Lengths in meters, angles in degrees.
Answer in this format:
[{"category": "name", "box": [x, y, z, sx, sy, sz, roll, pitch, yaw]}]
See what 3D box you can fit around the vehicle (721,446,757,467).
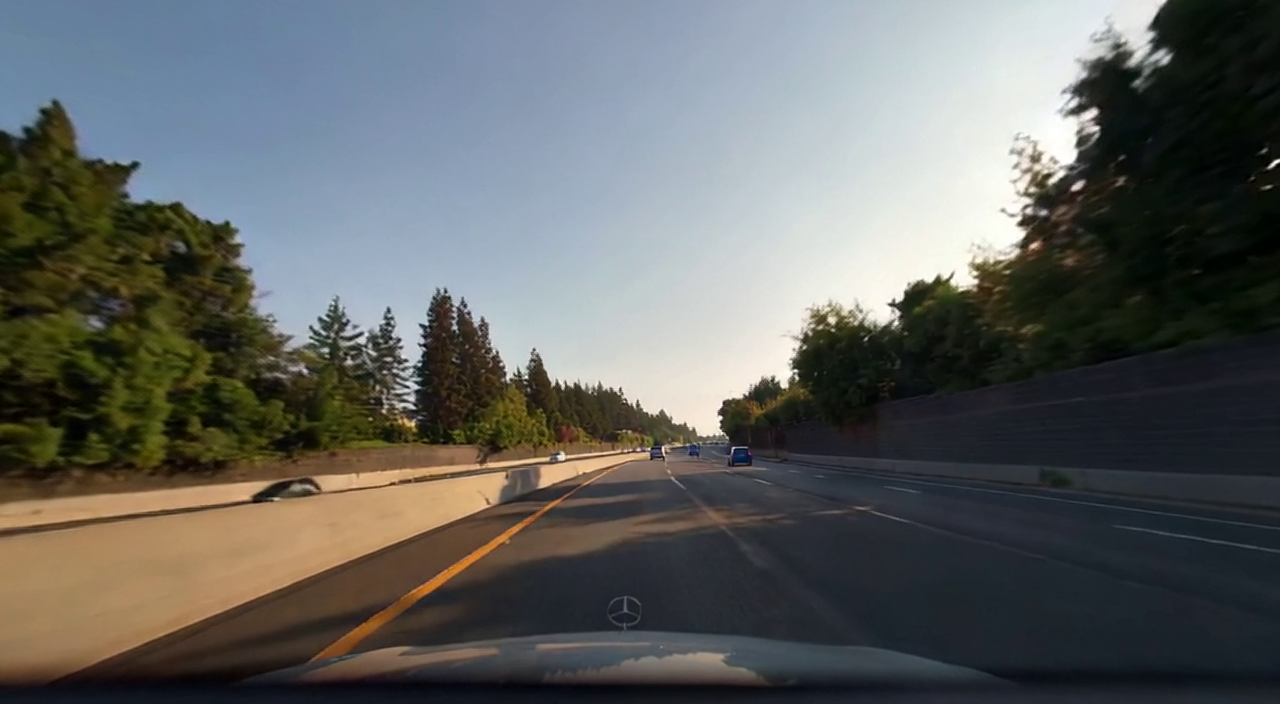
[{"category": "vehicle", "box": [7.794, 8.285, 49.833, 2.175, 1.574, 3.943, 0, -9, 0]}]
